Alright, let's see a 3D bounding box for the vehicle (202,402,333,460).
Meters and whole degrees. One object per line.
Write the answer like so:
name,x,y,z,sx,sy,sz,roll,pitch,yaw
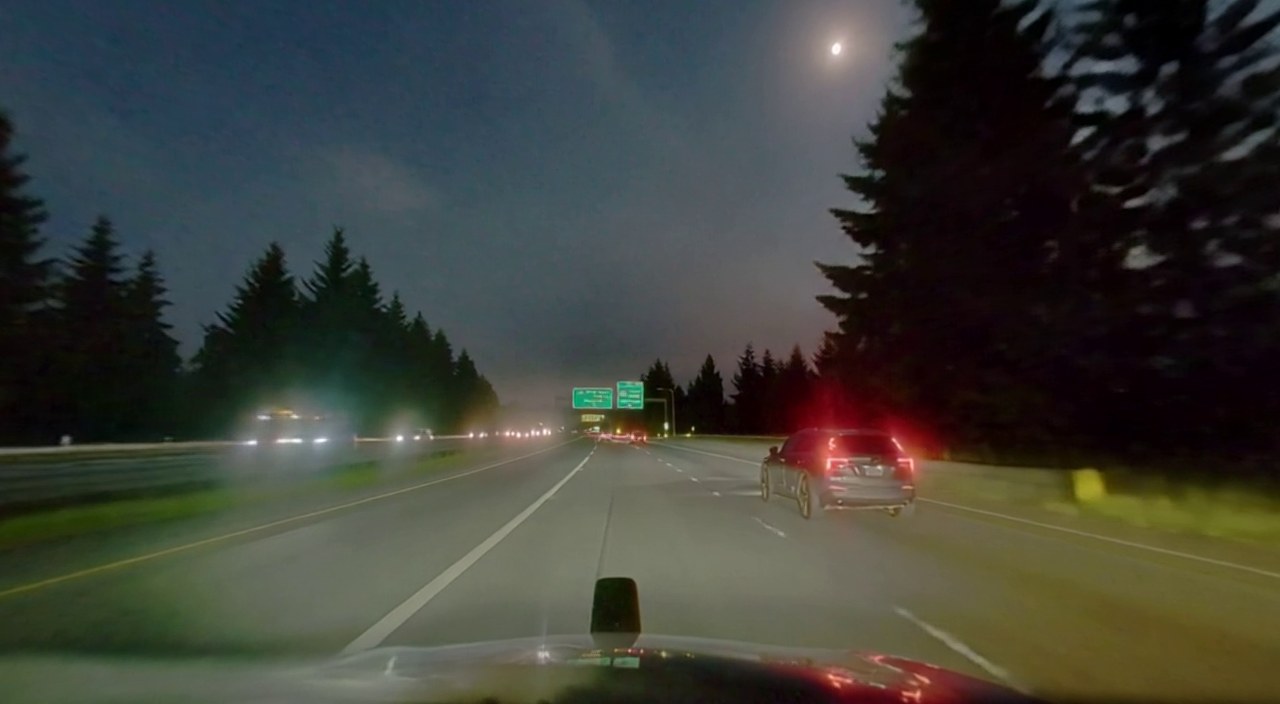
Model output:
vehicle,-17.612,3.833,30.406,2.250,2.480,6.853,0,-8,-2
